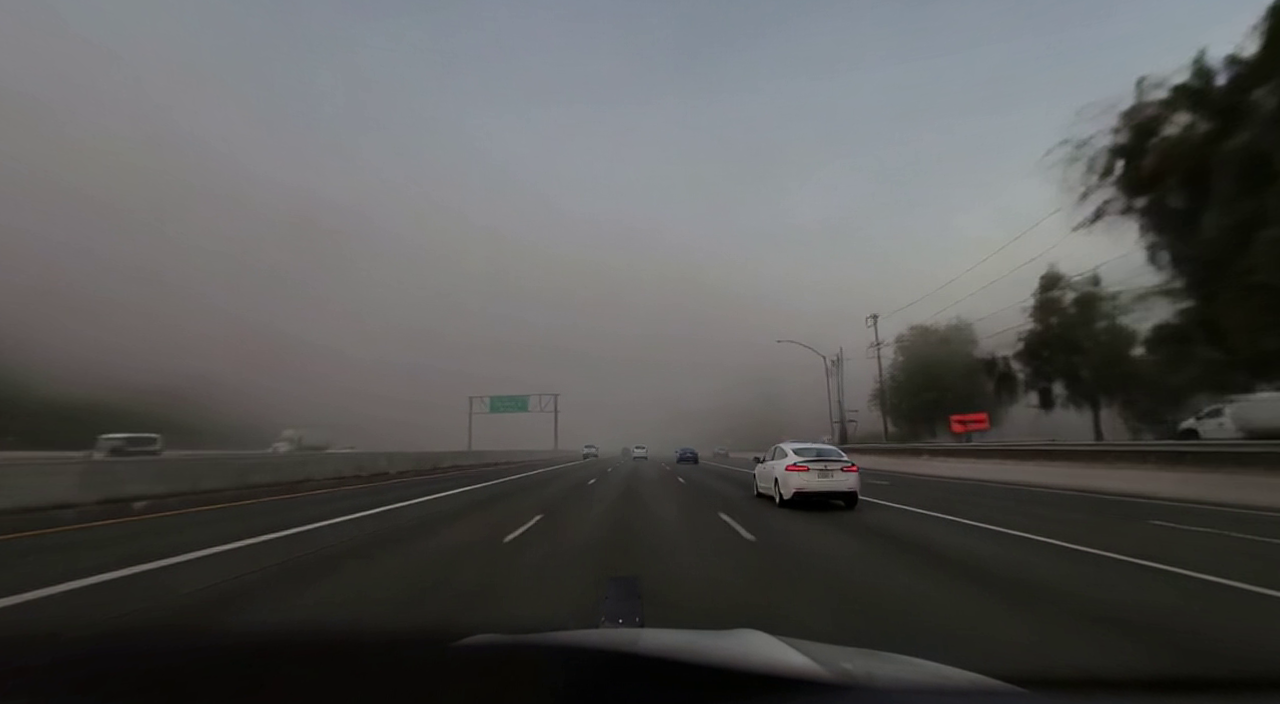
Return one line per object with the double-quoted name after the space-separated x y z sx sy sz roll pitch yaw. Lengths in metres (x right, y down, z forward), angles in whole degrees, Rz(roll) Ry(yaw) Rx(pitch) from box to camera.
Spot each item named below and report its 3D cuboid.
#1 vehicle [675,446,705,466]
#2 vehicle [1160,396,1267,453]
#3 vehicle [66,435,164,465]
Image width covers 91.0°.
3.866 8.176 49.617 2.076 1.506 4.050 0 -9 0 "vehicle"
41.955 5.384 46.265 2.985 3.956 4.846 0 -9 1 "vehicle"
-28.856 5.408 34.794 1.850 1.579 4.049 0 -9 1 "vehicle"
